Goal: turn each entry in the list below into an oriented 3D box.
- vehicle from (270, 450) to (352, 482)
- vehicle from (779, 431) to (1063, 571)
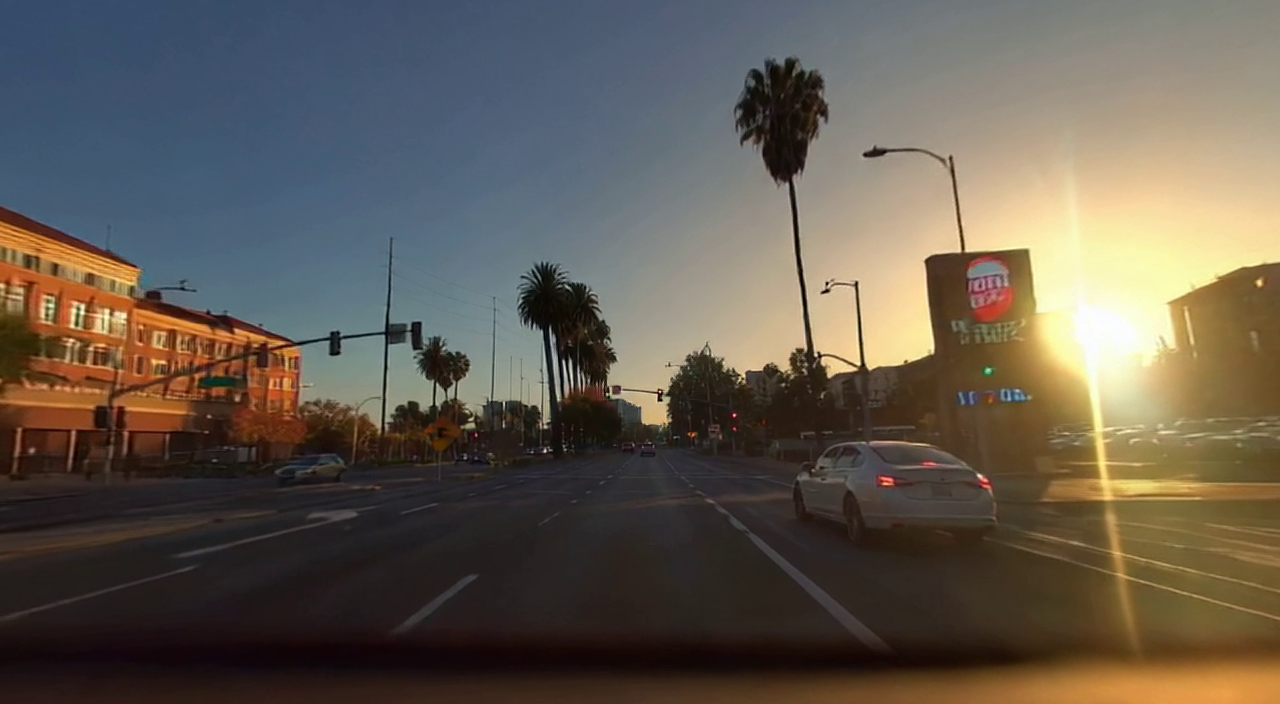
[{"bbox_3d":[-17.942,6.213,34.690,1.899,1.615,4.784,0,-8,1],"label":"vehicle"},{"bbox_3d":[3.528,1.936,9.154,1.870,1.467,4.800,0,-8,-1],"label":"vehicle"}]
